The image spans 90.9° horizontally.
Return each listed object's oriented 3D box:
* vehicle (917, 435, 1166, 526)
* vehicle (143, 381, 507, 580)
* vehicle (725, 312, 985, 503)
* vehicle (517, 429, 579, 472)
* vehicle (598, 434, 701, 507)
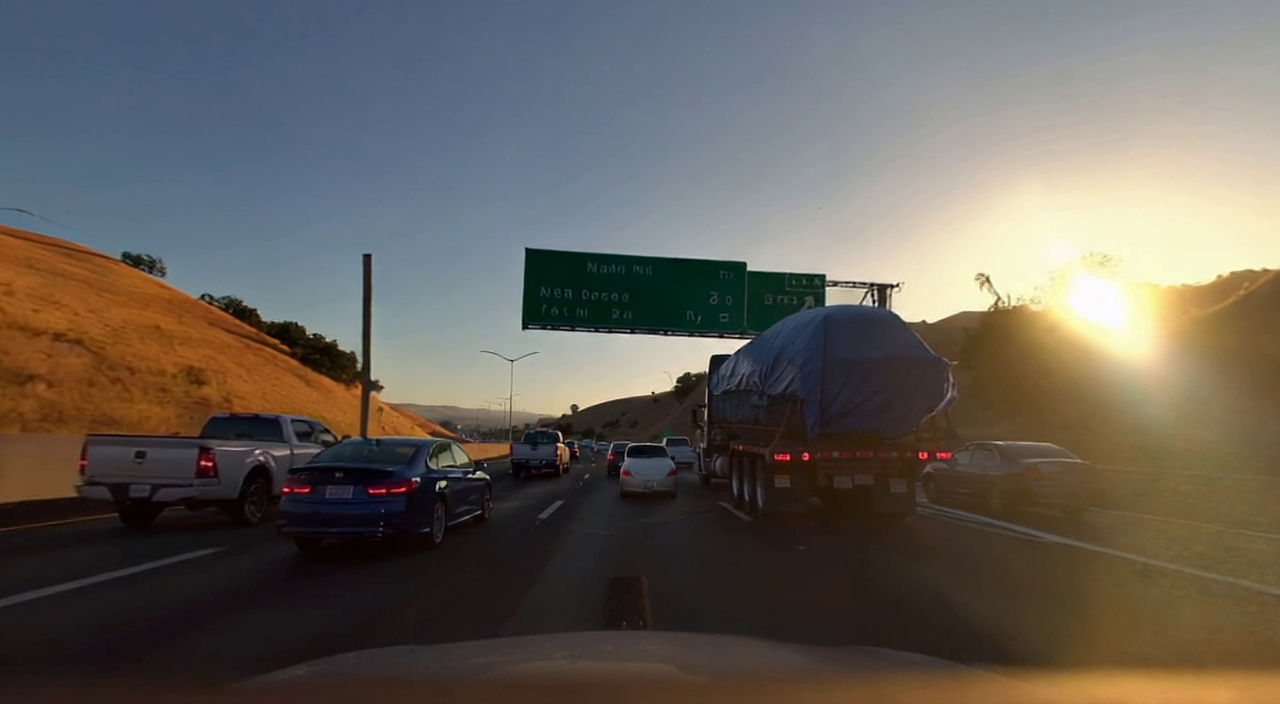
[{"bbox_3d":[7.610,2.434,12.611,2.092,1.495,4.194,0,-8,-2],"label":"vehicle"},{"bbox_3d":[-3.591,1.615,8.807,2.318,1.902,5.374,0,-8,0],"label":"vehicle"},{"bbox_3d":[3.388,1.128,11.607,2.790,2.718,5.253,0,-8,-1],"label":"vehicle"},{"bbox_3d":[-4.204,4.619,29.720,2.348,1.821,5.061,0,-8,-2],"label":"vehicle"},{"bbox_3d":[0.127,2.703,14.850,2.105,1.471,3.978,0,-8,-2],"label":"vehicle"}]
